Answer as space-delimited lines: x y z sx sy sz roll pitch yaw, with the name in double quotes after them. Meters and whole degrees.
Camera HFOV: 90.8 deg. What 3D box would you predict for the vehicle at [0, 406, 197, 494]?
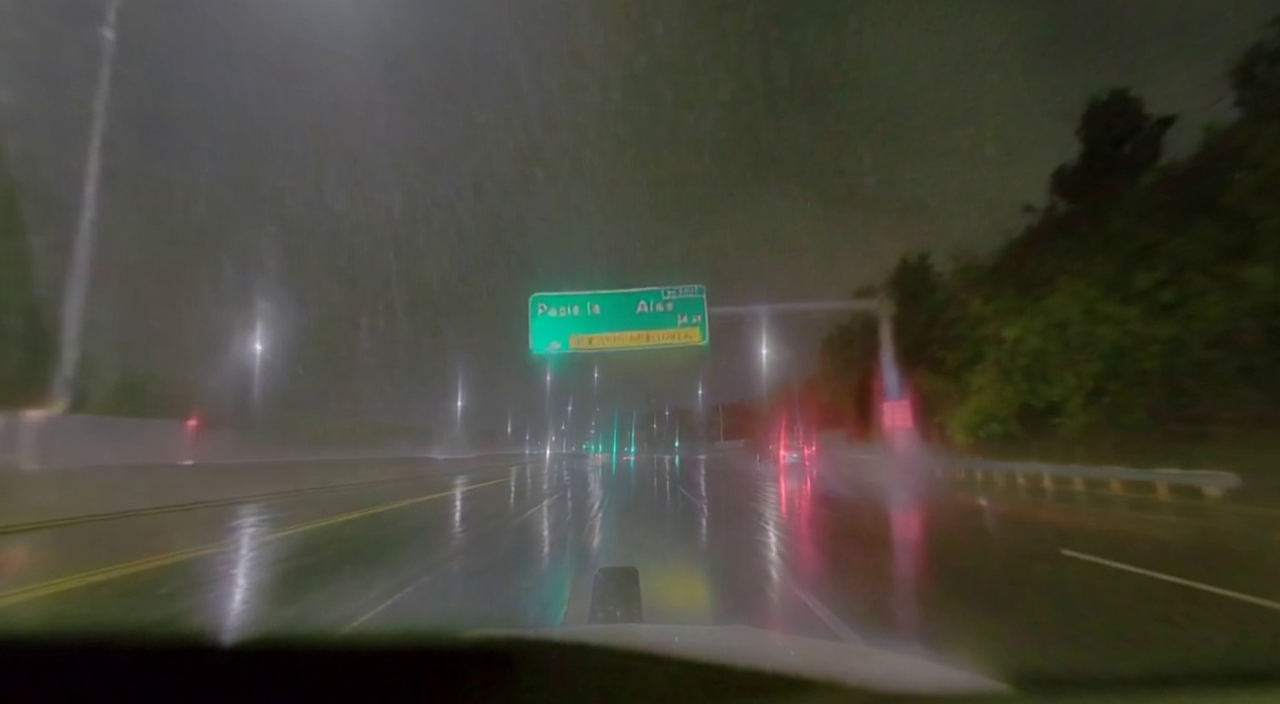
-30.644 5.409 35.018 2.821 3.960 12.894 0 -9 0 "vehicle"
